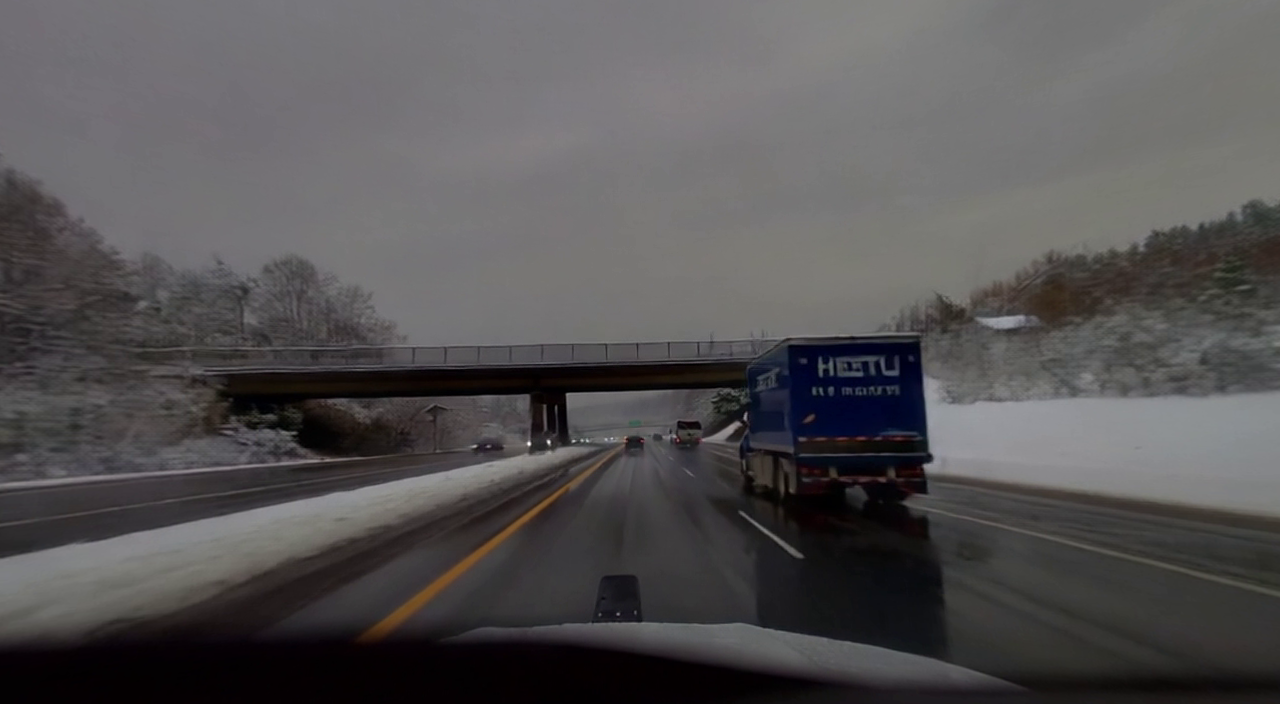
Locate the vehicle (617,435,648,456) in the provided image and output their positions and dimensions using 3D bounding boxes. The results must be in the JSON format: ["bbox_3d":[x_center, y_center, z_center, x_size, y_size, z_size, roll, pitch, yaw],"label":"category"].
[{"bbox_3d":[-0.487,6.355,43.060,1.996,1.325,4.029,0,-7,0],"label":"vehicle"}]

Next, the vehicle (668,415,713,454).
[{"bbox_3d":[3.717,6.262,47.865,2.715,2.746,6.550,0,-7,-1],"label":"vehicle"}]

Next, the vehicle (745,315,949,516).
[{"bbox_3d":[3.834,1.260,12.440,2.913,3.491,2.811,0,-7,-1],"label":"vehicle"}]
